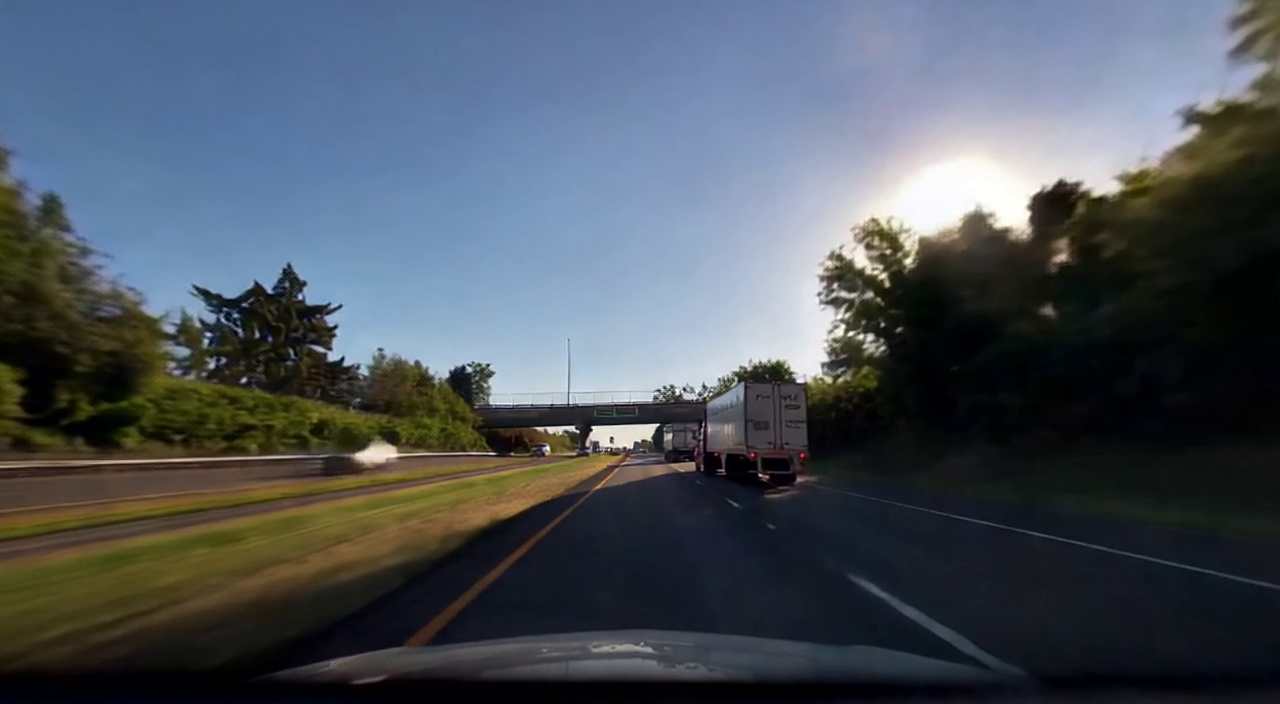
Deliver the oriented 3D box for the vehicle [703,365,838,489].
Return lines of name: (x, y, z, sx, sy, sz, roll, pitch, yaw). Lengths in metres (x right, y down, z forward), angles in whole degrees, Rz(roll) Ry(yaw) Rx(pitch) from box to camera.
vehicle: (5.018, 3.558, 28.005, 2.929, 4.093, 14.258, 0, -9, 0)

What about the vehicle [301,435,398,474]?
vehicle: (-11.934, 4.271, 26.259, 1.879, 1.464, 4.504, 0, -9, 1)
